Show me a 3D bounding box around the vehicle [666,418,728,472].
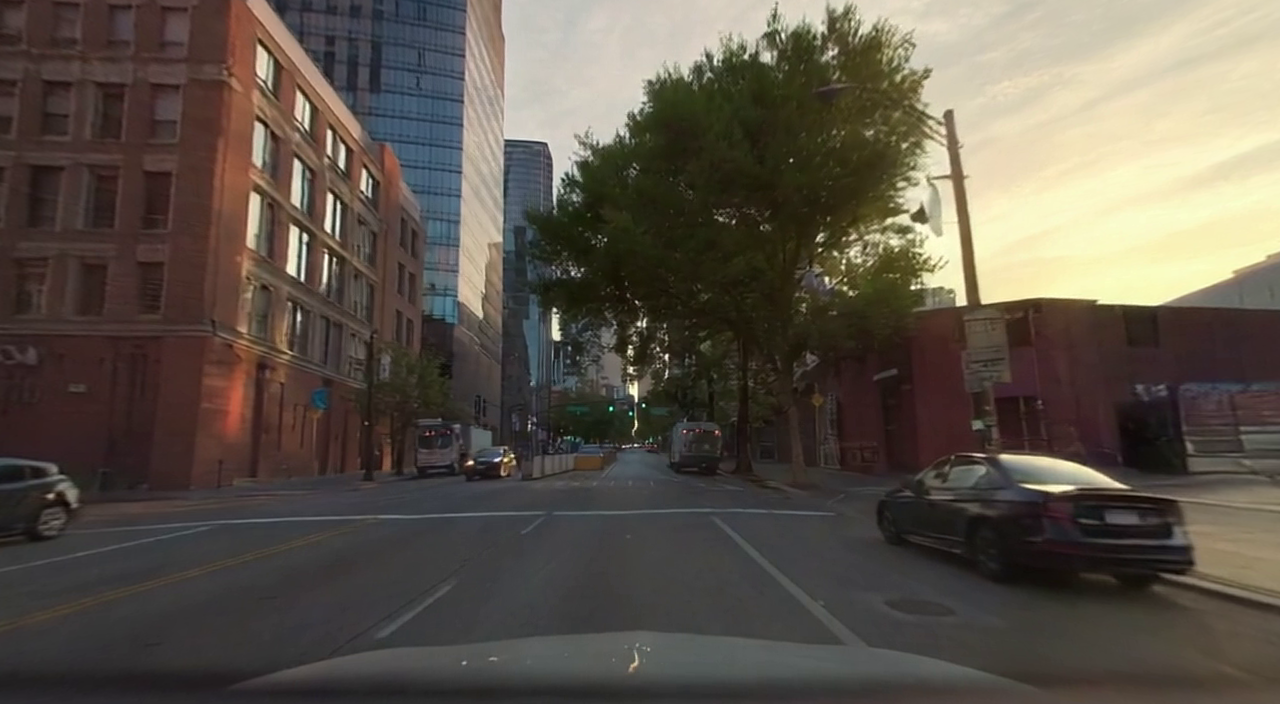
[{"bbox_3d":[3.608,6.198,41.905,2.952,3.171,7.939,0,-9,-3],"label":"vehicle"}]

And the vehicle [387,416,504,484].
[{"bbox_3d":[-11.487,5.957,39.040,3.049,3.345,12.614,-4,-8,1],"label":"vehicle"}]

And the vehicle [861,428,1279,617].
[{"bbox_3d":[4.482,1.703,7.353,2.079,1.501,4.385,0,-9,-2],"label":"vehicle"}]

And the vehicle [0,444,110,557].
[{"bbox_3d":[-11.224,2.390,9.904,2.039,1.770,4.445,-3,-9,-2],"label":"vehicle"}]

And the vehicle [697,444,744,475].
[{"bbox_3d":[4.187,5.649,33.423,1.891,1.535,4.068,0,-9,0],"label":"vehicle"}]
